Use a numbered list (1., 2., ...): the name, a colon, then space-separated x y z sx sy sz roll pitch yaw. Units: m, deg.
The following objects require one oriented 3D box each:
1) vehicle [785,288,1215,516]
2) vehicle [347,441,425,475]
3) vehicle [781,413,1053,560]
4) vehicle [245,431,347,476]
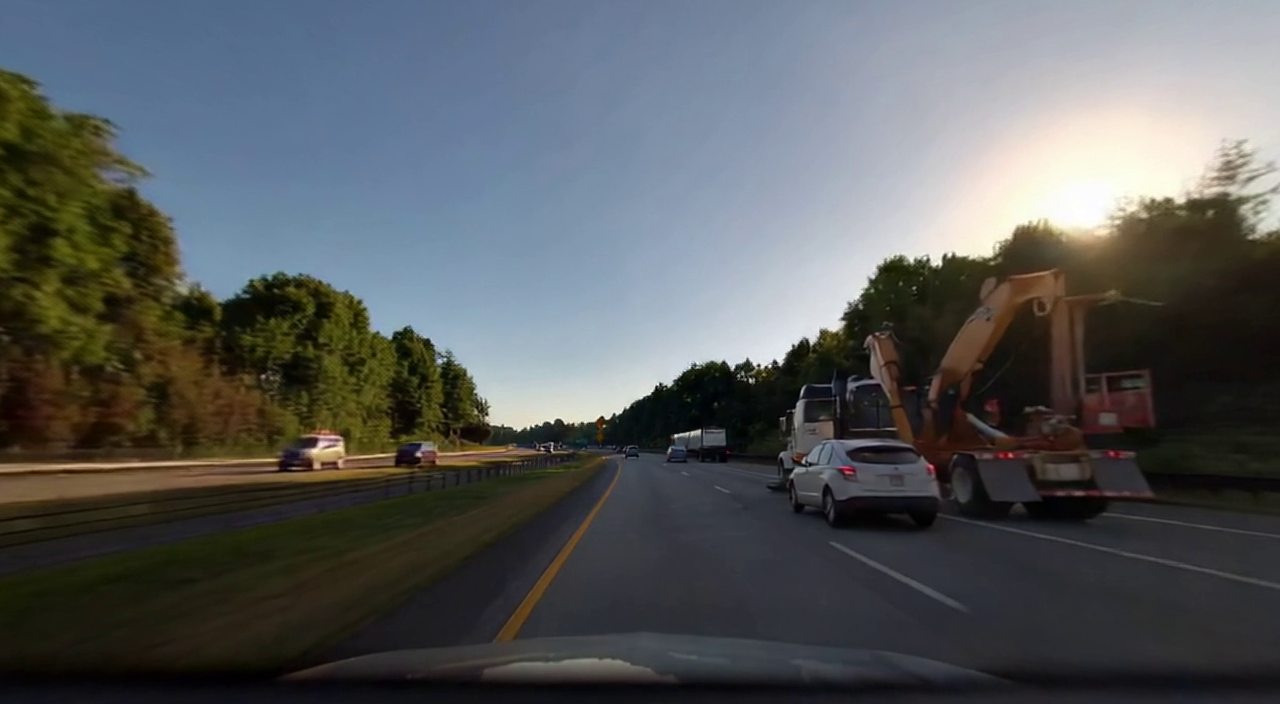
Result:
1. vehicle: 8.164 2.118 19.428 3.441 4.016 16.812 0 -9 0
2. vehicle: -11.907 5.001 29.883 1.881 1.505 4.448 0 -9 0
3. vehicle: 3.638 1.859 9.318 2.022 1.658 4.132 0 -9 -2
4. vehicle: -16.452 4.908 30.540 2.104 1.995 5.069 0 -9 -1
